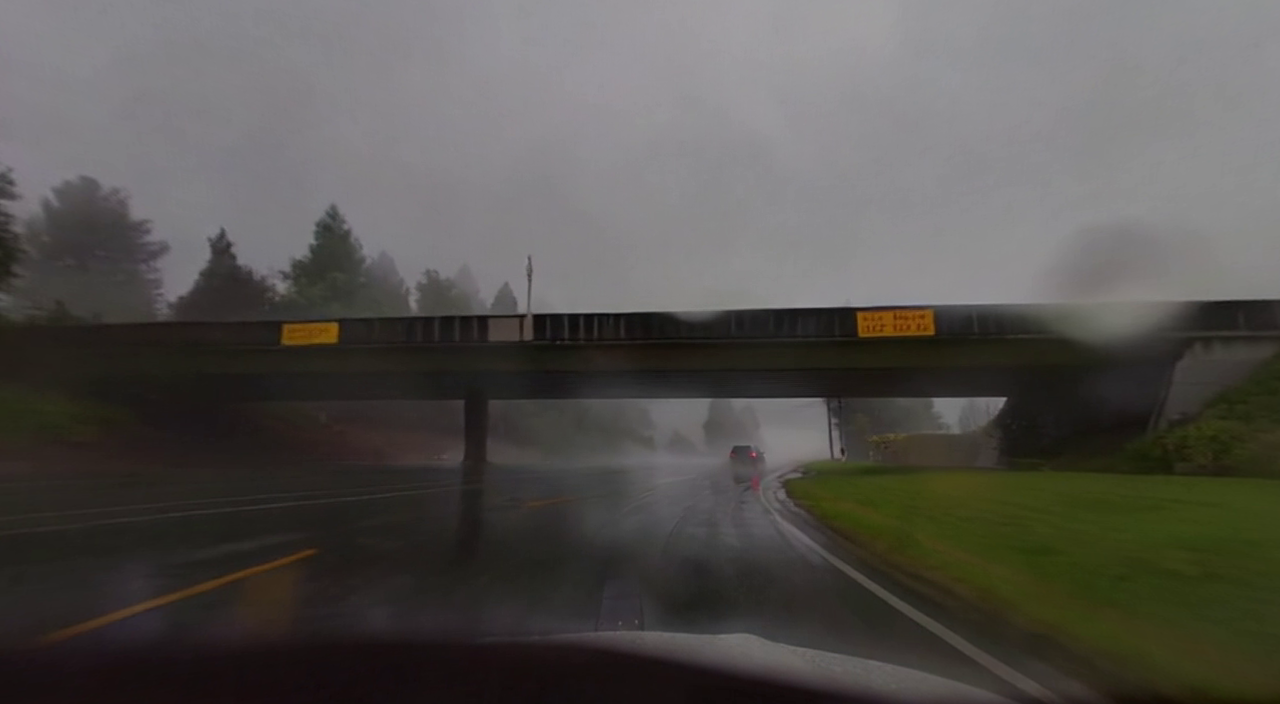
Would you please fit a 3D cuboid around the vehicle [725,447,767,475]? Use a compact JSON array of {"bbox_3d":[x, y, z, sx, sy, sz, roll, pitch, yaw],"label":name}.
[{"bbox_3d":[5.963,6.036,35.149,1.980,1.449,3.650,-3,-9,14],"label":"vehicle"}]
